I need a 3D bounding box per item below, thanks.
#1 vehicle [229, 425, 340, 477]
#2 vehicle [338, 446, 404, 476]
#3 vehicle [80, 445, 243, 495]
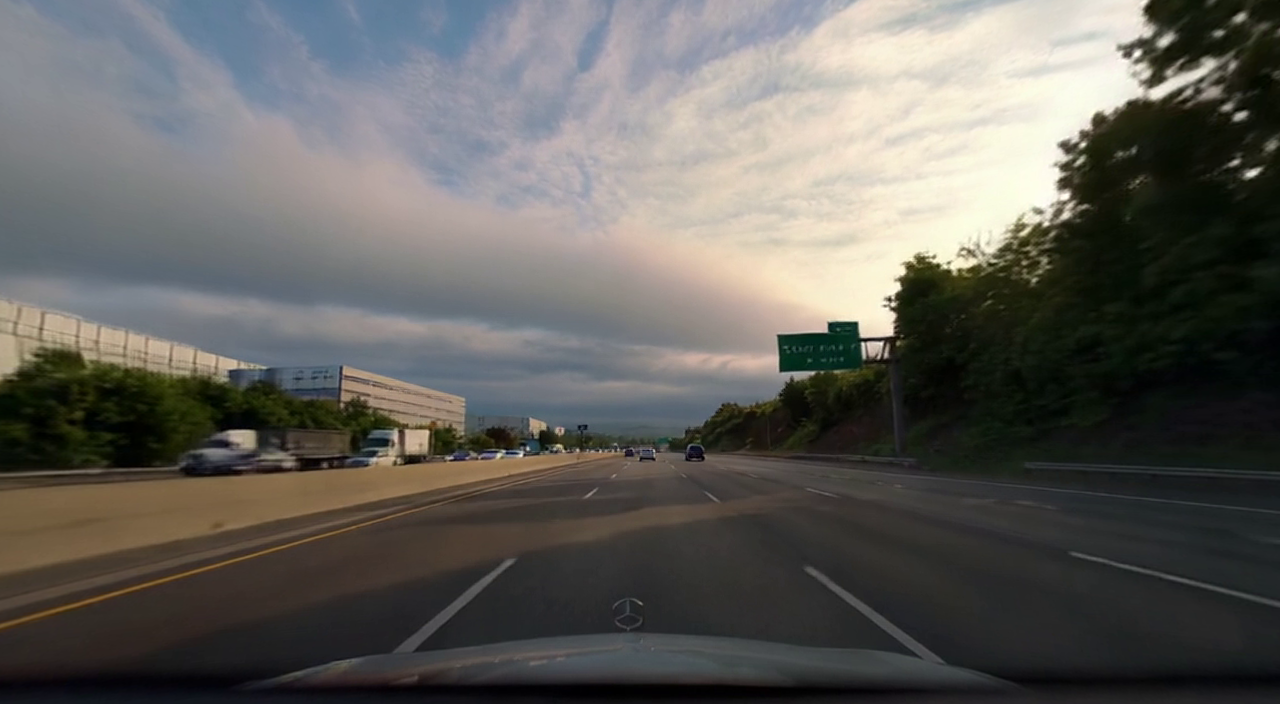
[{"bbox_3d":[-19.957,5.639,35.837,2.556,2.662,6.115,-1,-9,2],"label":"vehicle"},{"bbox_3d":[-15.729,6.392,37.121,1.881,1.593,4.370,0,-9,1],"label":"vehicle"},{"bbox_3d":[-16.280,4.028,21.848,1.903,1.504,4.720,-1,-9,1],"label":"vehicle"}]
